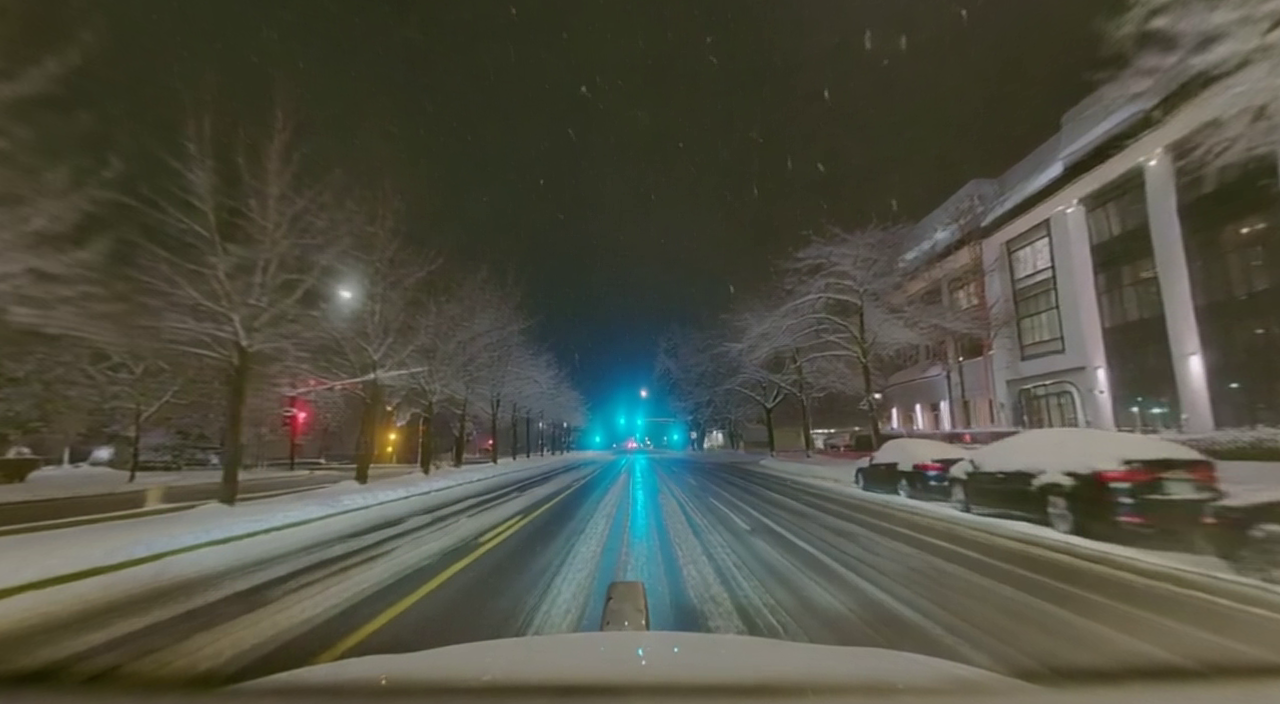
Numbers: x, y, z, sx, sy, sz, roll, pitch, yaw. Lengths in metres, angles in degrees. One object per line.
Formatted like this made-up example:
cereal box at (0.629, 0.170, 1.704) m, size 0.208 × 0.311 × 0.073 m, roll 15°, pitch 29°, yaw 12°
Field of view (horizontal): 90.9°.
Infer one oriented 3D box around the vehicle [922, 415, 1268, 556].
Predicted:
vehicle at (6.587, 1.969, 10.086) m, size 1.980 × 1.675 × 4.854 m, roll -1°, pitch -8°, yaw 2°
